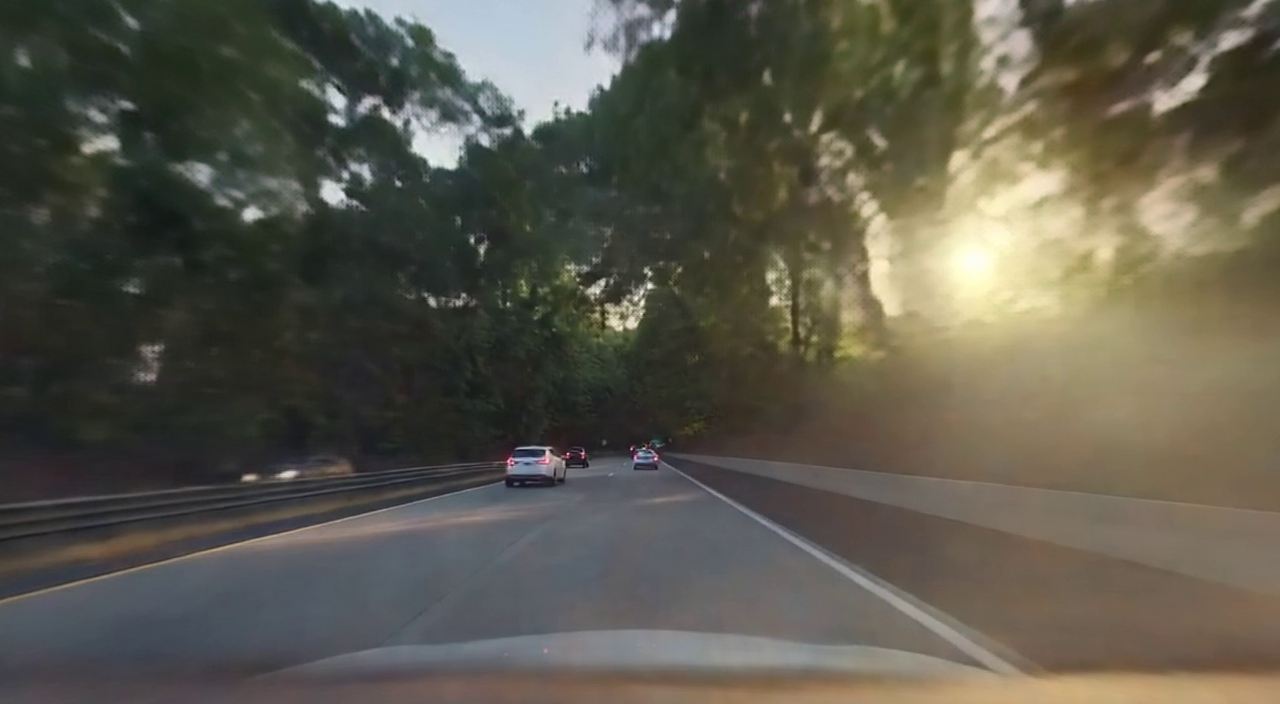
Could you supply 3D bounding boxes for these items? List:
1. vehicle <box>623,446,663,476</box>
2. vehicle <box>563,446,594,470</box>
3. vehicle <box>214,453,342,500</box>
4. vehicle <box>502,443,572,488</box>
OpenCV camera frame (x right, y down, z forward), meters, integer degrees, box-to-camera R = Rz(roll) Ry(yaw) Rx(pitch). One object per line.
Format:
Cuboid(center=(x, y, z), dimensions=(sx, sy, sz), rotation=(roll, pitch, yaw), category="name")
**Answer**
Cuboid(center=(0.138, 5.795, 33.576), dimensions=(2.001, 1.490, 3.914), rotation=(0, -9, 0), category="vehicle")
Cuboid(center=(-4.324, 7.501, 44.735), dimensions=(1.834, 1.615, 3.624), rotation=(0, -9, 0), category="vehicle")
Cuboid(center=(-12.421, 4.266, 22.002), dimensions=(1.909, 1.442, 4.293), rotation=(0, -9, 0), category="vehicle")
Cuboid(center=(-3.773, 4.227, 23.707), dimensions=(1.978, 1.538, 3.755), rotation=(0, -9, 0), category="vehicle")
